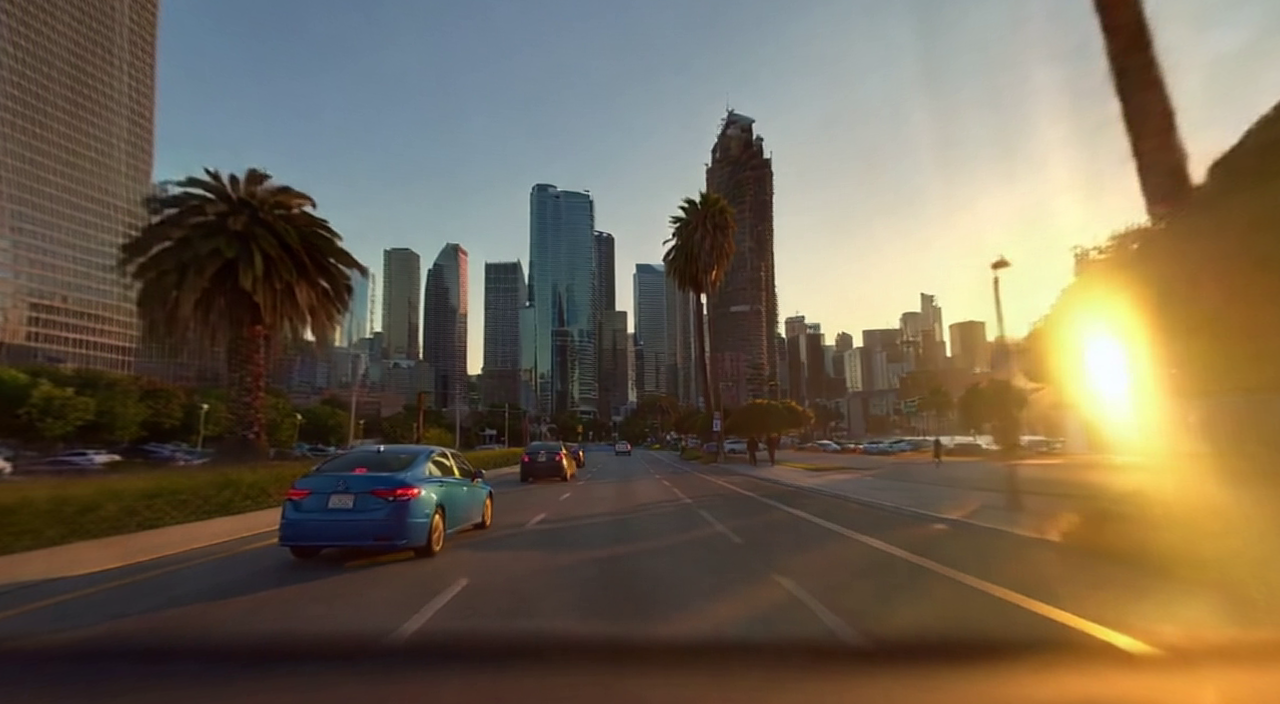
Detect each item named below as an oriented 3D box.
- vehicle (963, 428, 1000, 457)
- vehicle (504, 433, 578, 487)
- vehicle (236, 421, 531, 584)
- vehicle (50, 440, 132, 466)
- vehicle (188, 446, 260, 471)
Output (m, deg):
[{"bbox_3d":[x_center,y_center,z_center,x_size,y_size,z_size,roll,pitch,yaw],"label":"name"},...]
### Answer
[{"bbox_3d":[23.955,6.361,44.282,1.679,1.923,3.703,-6,-11,36],"label":"vehicle"},{"bbox_3d":[-3.346,3.734,22.126,1.894,1.702,3.999,0,-9,0],"label":"vehicle"},{"bbox_3d":[-2.845,1.781,8.326,2.071,1.544,4.383,0,-9,-1],"label":"vehicle"},{"bbox_3d":[-43.037,7.933,49.593,4.367,1.957,2.099,1,-9,-2],"label":"vehicle"},{"bbox_3d":[-31.287,8.027,47.745,1.947,1.763,5.176,0,-9,-1],"label":"vehicle"}]
